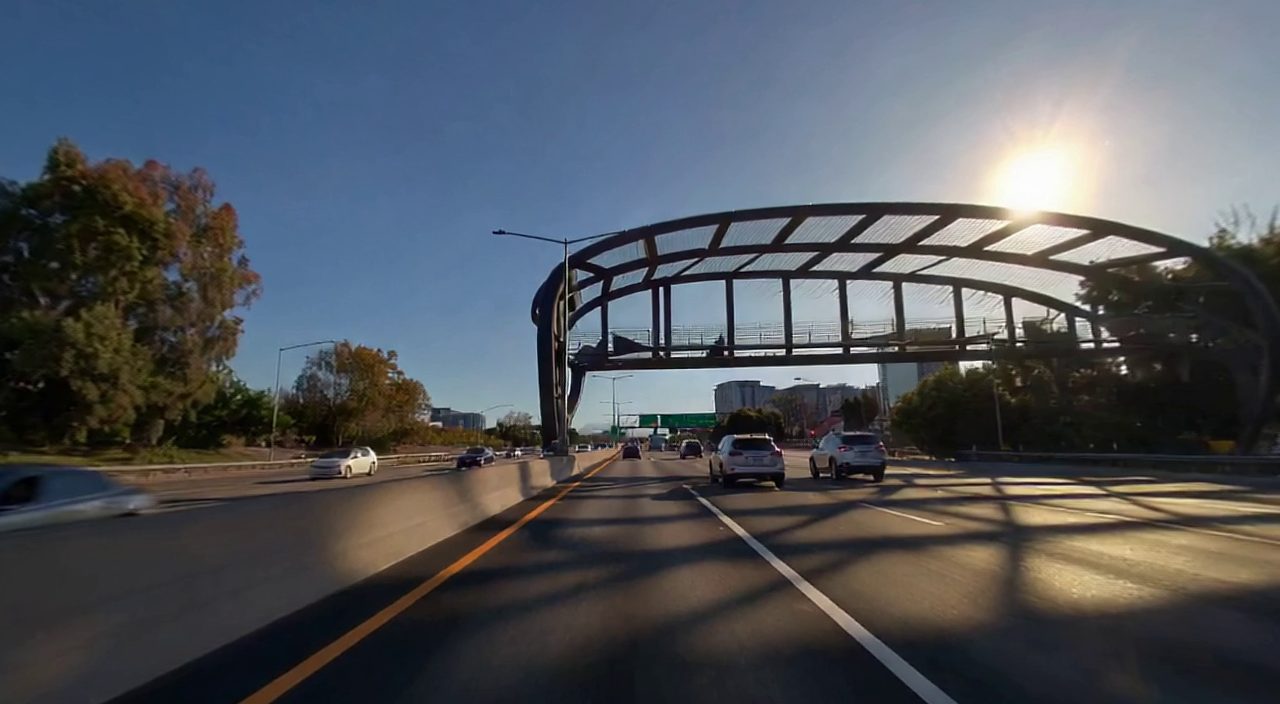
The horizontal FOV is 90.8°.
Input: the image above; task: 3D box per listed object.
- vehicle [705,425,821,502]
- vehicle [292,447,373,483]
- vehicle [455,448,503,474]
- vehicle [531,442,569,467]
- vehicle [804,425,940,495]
[{"bbox_3d":[3.005,2.845,16.467,2.059,1.711,4.302,0,-9,-1],"label":"vehicle"},{"bbox_3d":[-16.970,6.216,35.202,2.130,1.820,4.796,0,-9,0],"label":"vehicle"},{"bbox_3d":[-9.901,6.708,39.106,1.828,1.437,4.329,0,-9,0],"label":"vehicle"},{"bbox_3d":[-6.336,7.291,45.003,2.019,1.633,4.367,0,-9,0],"label":"vehicle"},{"bbox_3d":[6.634,3.158,18.809,2.040,1.801,4.959,0,-9,-2],"label":"vehicle"}]
